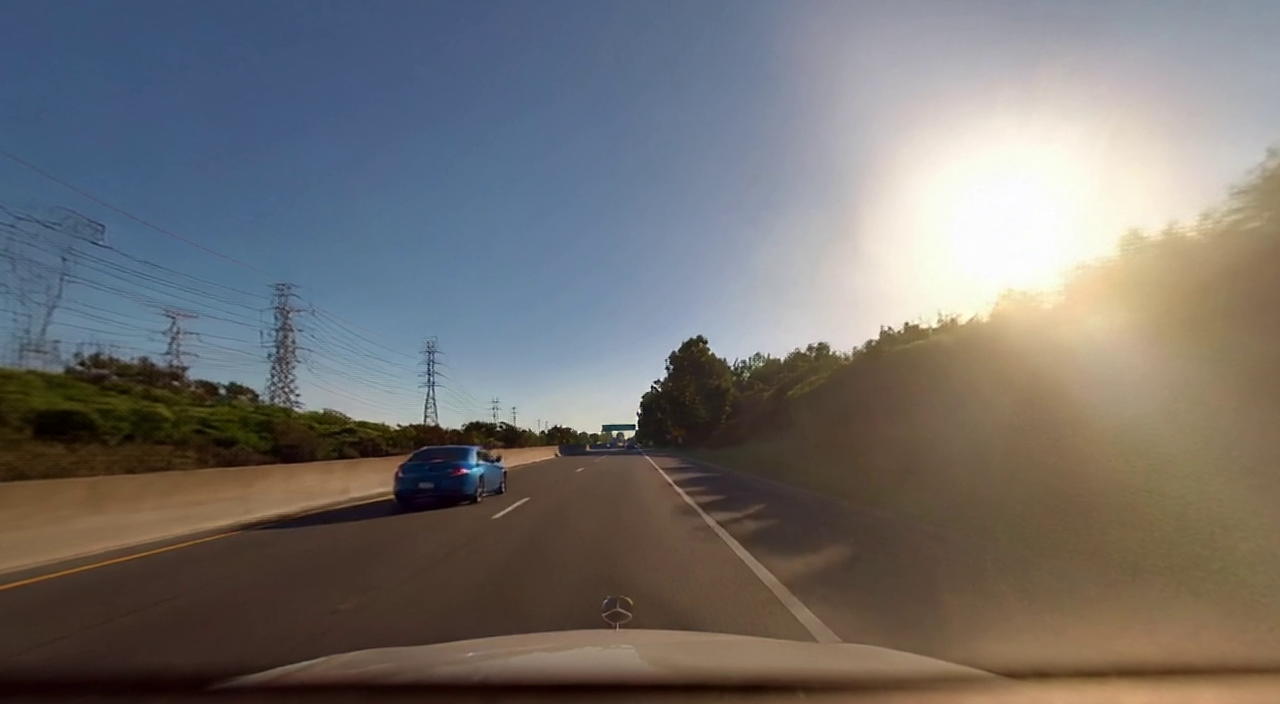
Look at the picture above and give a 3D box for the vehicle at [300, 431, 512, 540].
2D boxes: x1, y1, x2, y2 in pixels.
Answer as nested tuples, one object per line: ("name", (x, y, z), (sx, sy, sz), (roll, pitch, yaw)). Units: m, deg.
("vehicle", (-3.972, 2.316, 11.770), (2.158, 1.604, 4.679), (0, -8, 0))
